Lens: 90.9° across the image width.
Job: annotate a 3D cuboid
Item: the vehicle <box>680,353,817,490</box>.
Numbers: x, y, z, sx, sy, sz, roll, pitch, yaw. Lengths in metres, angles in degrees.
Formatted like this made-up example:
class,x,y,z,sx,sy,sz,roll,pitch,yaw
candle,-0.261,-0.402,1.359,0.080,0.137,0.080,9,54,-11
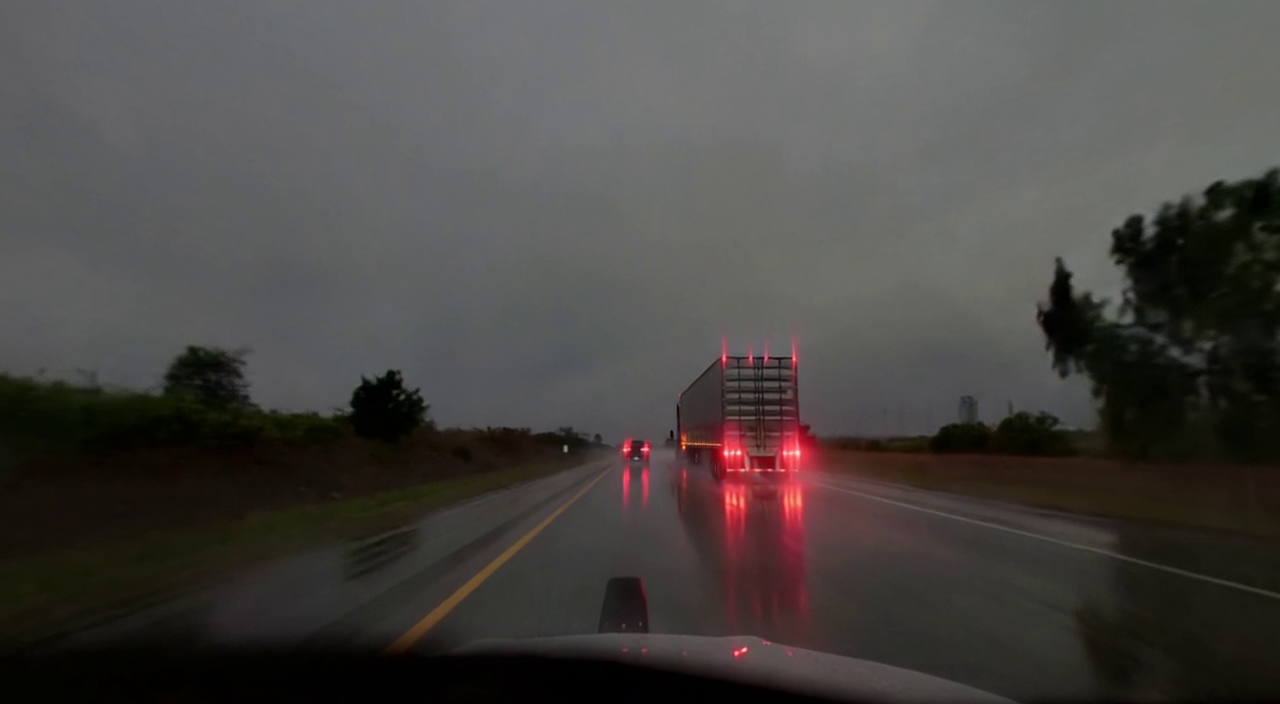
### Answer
class,x,y,z,sx,sy,sz,roll,pitch,yaw
vehicle,3.796,3.281,27.188,2.929,4.158,15.921,0,-8,0

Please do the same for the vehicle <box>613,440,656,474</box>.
class,x,y,z,sx,sy,sz,roll,pitch,yaw
vehicle,-0.258,5.127,30.917,1.968,1.515,4.025,0,-8,0
